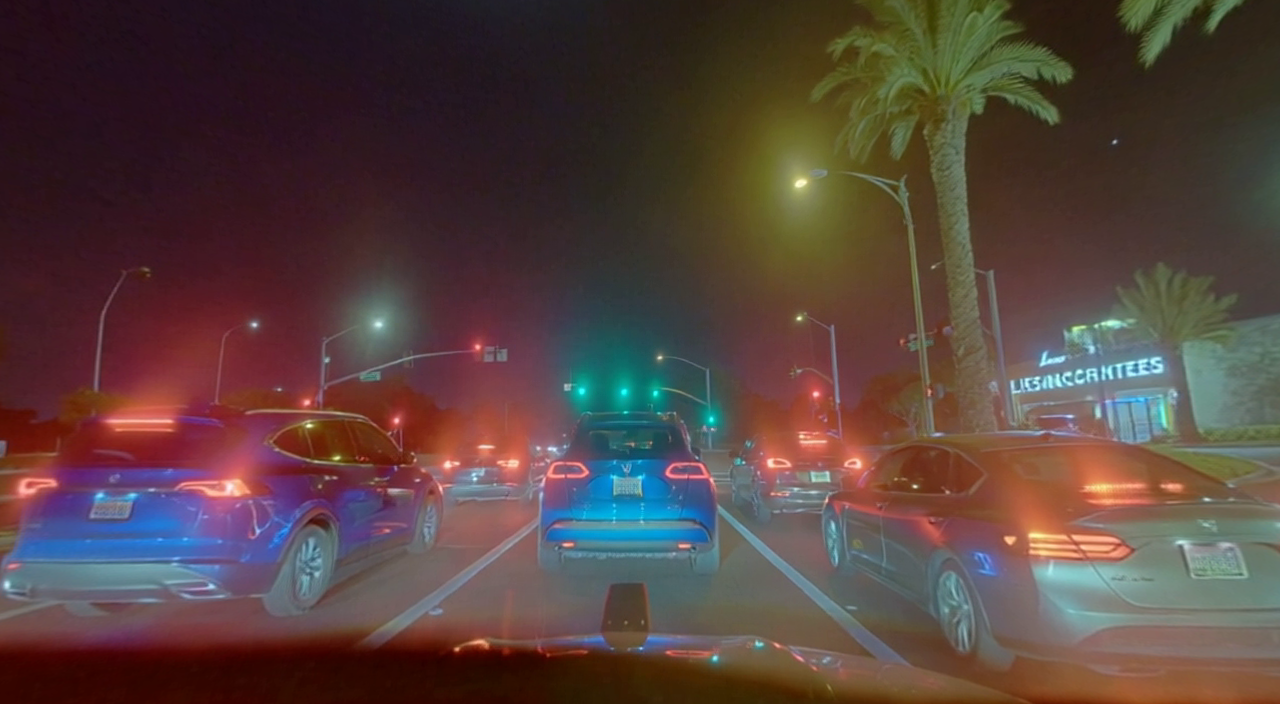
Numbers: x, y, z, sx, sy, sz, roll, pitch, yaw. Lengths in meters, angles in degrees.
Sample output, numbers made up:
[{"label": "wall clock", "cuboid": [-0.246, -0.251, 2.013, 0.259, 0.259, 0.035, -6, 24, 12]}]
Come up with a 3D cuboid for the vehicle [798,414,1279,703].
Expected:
[{"label": "vehicle", "cuboid": [2.969, 1.388, 5.355, 2.017, 1.491, 4.611, 0, -8, -1]}]

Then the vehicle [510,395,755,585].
[{"label": "vehicle", "cuboid": [-0.132, 1.604, 8.127, 2.280, 1.747, 4.361, 0, -8, -2]}]

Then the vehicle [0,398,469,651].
[{"label": "vehicle", "cuboid": [-3.355, 1.385, 6.158, 2.014, 1.534, 4.455, 0, -8, 1]}]
